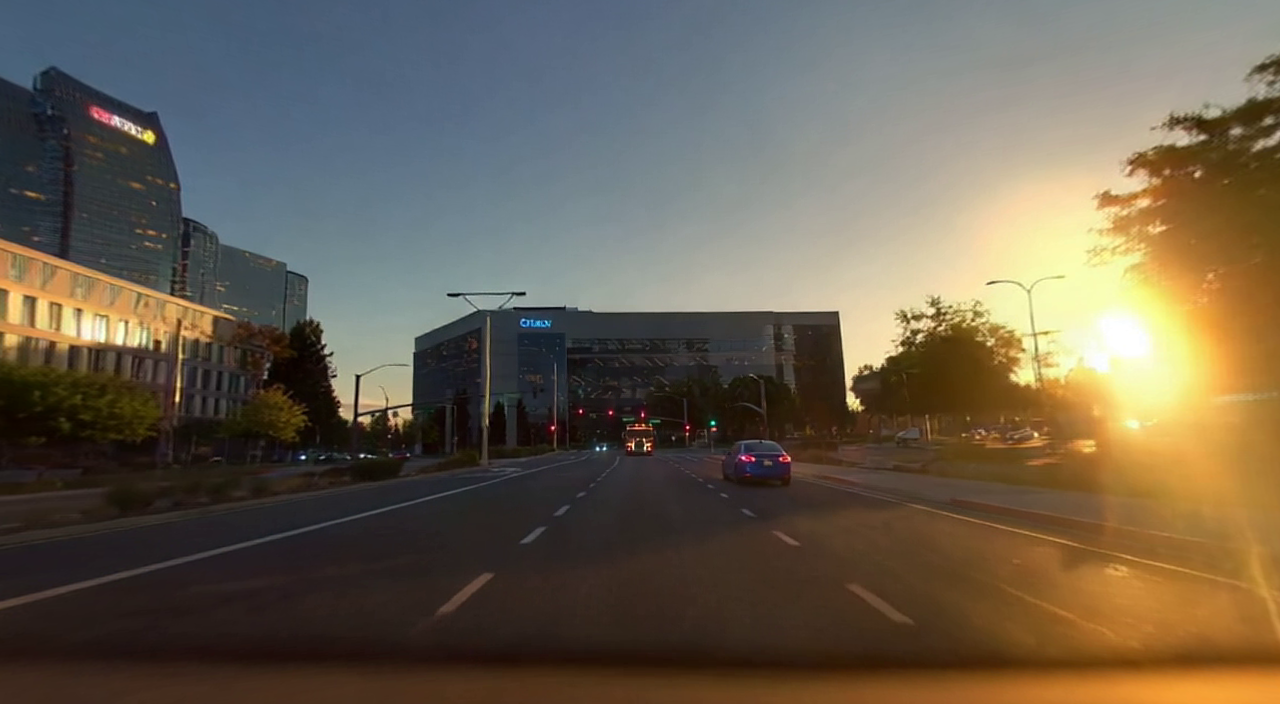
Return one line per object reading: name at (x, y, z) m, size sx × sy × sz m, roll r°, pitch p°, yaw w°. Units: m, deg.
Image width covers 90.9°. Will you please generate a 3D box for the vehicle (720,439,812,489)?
vehicle at (4.013, 3.660, 20.968) m, size 2.005 × 1.442 × 4.675 m, roll 0°, pitch -8°, yaw -1°
